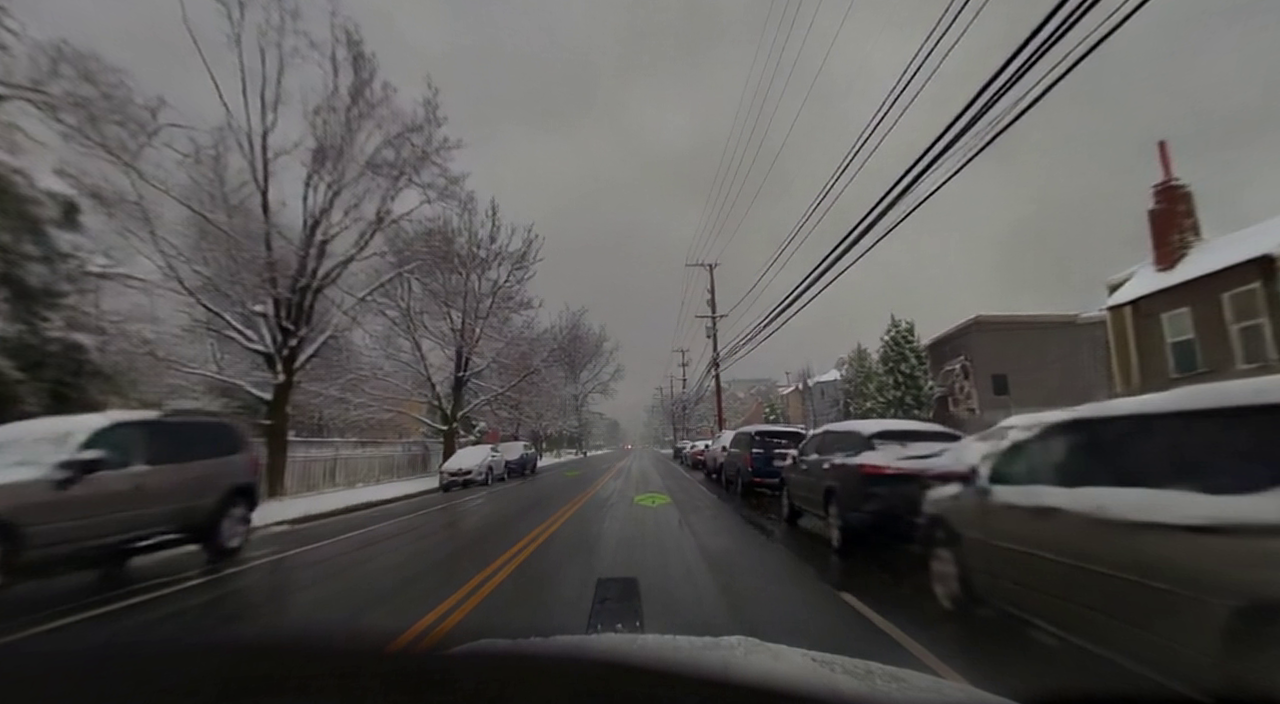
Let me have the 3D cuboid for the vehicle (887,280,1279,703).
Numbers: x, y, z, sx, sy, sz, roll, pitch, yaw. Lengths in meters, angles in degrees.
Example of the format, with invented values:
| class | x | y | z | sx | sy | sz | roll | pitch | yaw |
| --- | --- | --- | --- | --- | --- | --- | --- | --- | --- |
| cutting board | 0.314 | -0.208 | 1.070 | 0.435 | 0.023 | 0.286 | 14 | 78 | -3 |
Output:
| class | x | y | z | sx | sy | sz | roll | pitch | yaw |
| --- | --- | --- | --- | --- | --- | --- | --- | --- | --- |
| vehicle | 3.449 | 0.852 | 3.345 | 2.065 | 1.953 | 5.359 | 0 | -8 | 0 |

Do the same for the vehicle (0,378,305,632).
| class | x | y | z | sx | sy | sz | roll | pitch | yaw |
| --- | --- | --- | --- | --- | --- | --- | --- | --- | --- |
| vehicle | -6.518 | 1.592 | 7.584 | 2.270 | 2.098 | 5.130 | -1 | -7 | -1 |

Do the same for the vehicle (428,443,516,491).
| class | x | y | z | sx | sy | sz | roll | pitch | yaw |
| --- | --- | --- | --- | --- | --- | --- | --- | --- | --- |
| vehicle | -6.502 | 4.447 | 24.985 | 2.084 | 1.573 | 4.599 | -2 | -7 | 2 |
